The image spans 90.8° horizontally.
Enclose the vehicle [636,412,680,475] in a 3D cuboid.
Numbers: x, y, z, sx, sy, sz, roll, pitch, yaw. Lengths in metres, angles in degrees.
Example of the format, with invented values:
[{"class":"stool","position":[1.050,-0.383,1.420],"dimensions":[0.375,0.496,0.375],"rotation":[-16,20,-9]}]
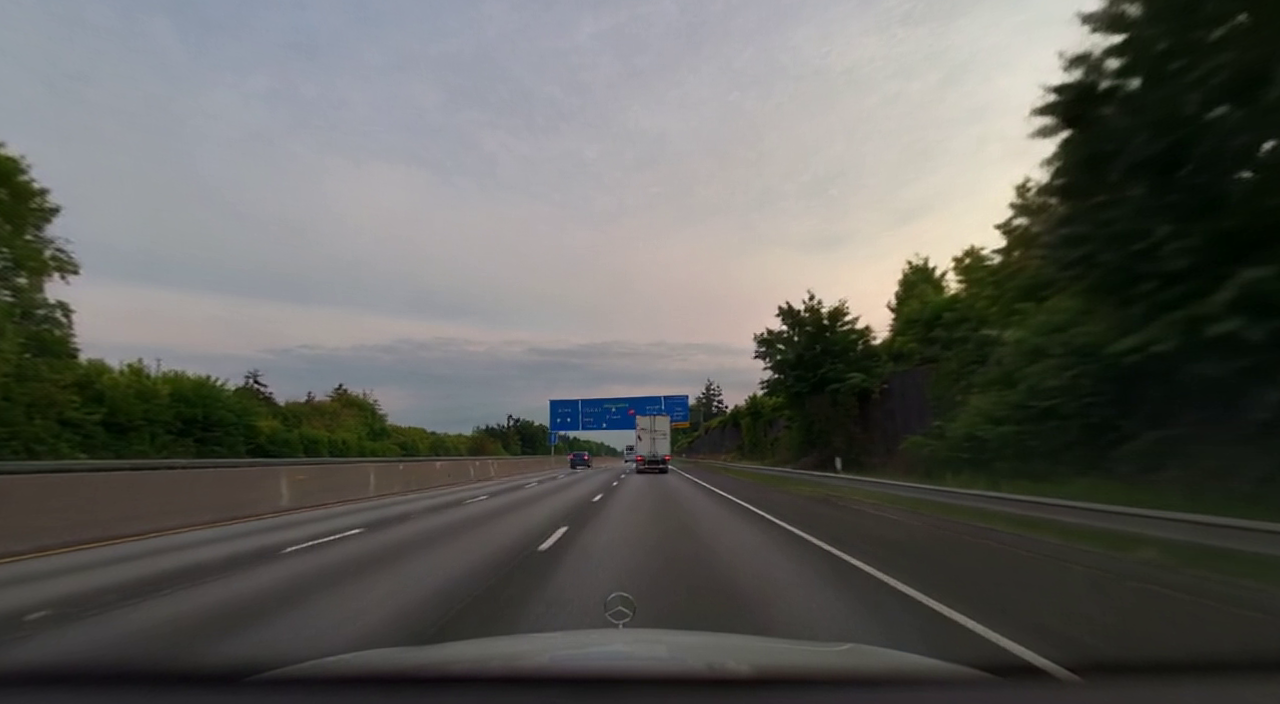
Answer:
[{"class":"vehicle","position":[1.206,7.138,48.308],"dimensions":[2.901,4.032,14.338],"rotation":[0,-9,0]}]
